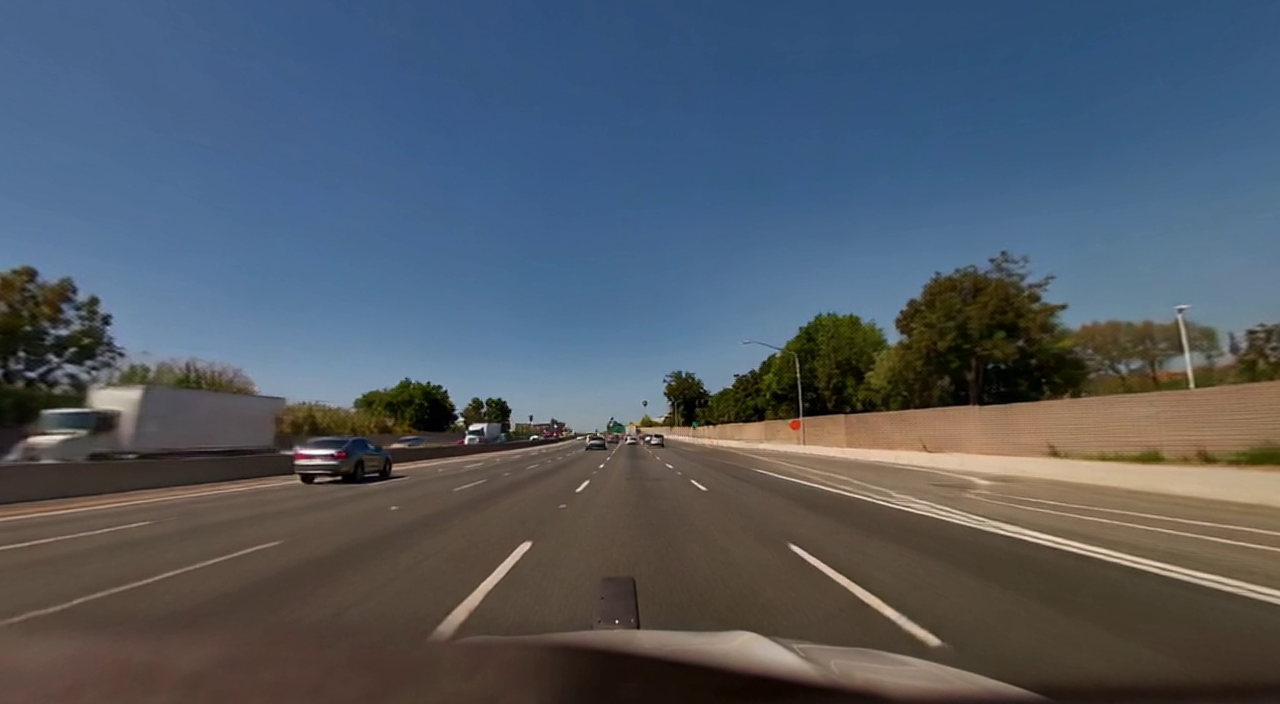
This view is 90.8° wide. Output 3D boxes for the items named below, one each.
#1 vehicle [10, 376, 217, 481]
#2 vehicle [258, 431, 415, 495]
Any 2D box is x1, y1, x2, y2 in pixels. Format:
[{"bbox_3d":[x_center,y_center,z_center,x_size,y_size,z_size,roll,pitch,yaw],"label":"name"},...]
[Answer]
[{"bbox_3d":[-22.381,3.402,27.558,3.014,3.972,6.801,0,-8,-1],"label":"vehicle"},{"bbox_3d":[-8.050,2.991,17.337,2.060,1.507,4.494,0,-8,0],"label":"vehicle"}]
